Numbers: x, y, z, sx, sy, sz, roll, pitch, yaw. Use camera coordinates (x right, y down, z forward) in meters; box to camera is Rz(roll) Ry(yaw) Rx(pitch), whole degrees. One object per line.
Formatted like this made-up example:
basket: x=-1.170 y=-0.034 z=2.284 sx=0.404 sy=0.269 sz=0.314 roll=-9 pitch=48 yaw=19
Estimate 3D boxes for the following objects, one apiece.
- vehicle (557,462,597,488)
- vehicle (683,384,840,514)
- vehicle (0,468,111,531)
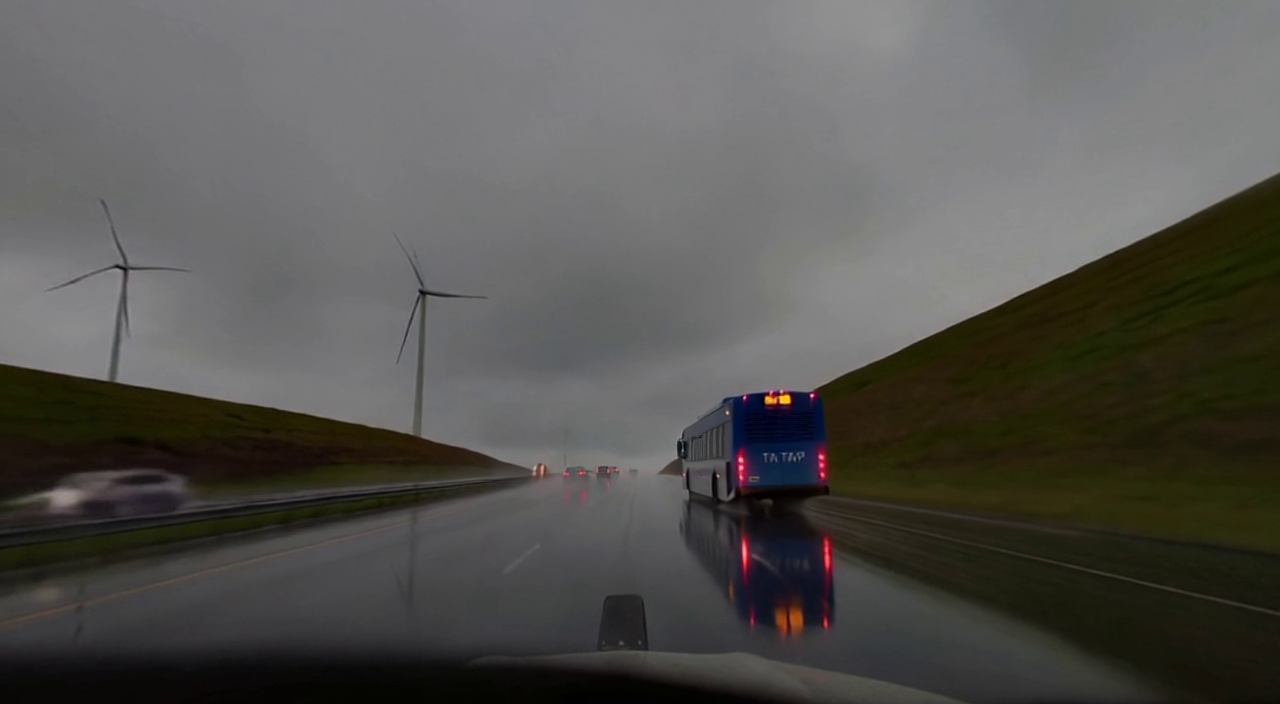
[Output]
vehicle: x=-4.039 y=8.001 z=41.130 sx=2.213 sy=1.568 sz=4.274 roll=1 pitch=-10 yaw=-1
vehicle: x=3.878 y=4.020 z=24.886 sx=2.941 sy=3.574 sz=14.463 roll=1 pitch=-10 yaw=-2
vehicle: x=-15.050 y=3.506 z=15.254 sx=1.609 sy=1.355 sz=3.242 roll=1 pitch=-10 yaw=-1
